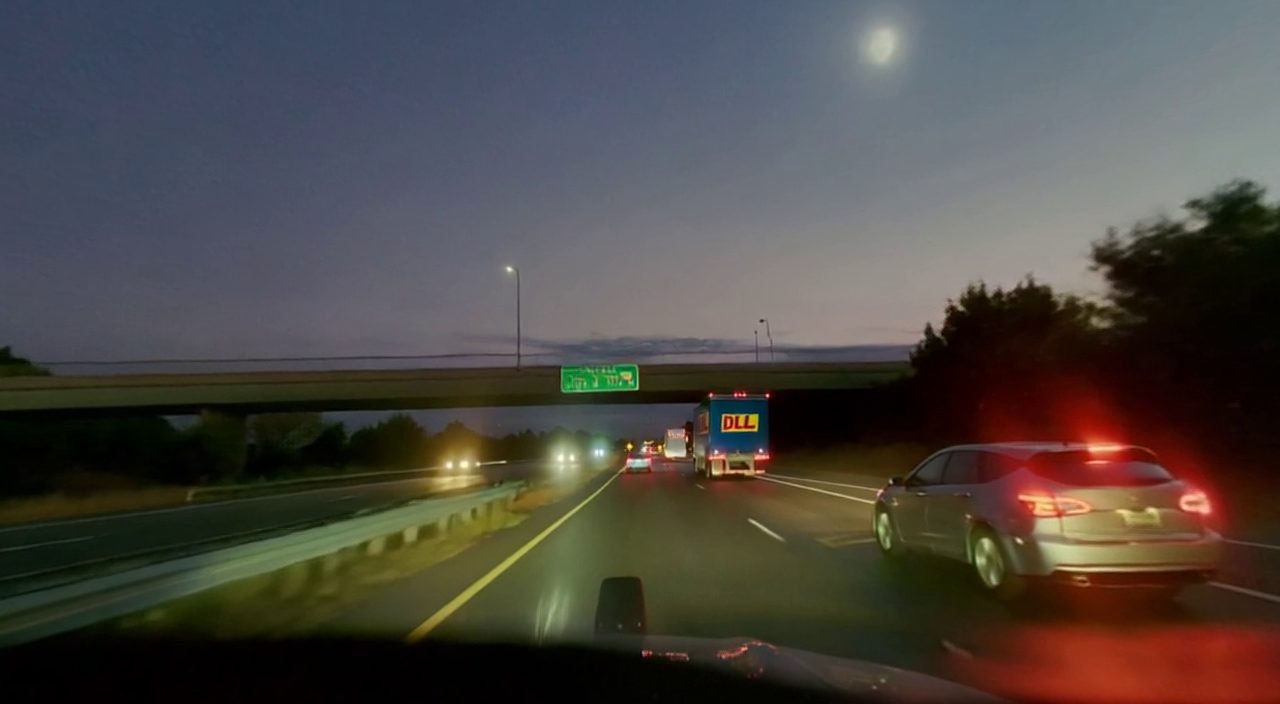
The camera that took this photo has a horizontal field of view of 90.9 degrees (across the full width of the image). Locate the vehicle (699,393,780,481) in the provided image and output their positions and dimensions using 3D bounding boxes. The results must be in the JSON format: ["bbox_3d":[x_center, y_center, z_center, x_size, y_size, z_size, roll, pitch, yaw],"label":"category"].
[{"bbox_3d":[4.961,4.522,33.043,2.838,3.985,8.010,0,-9,0],"label":"vehicle"}]

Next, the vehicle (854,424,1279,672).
[{"bbox_3d":[3.693,1.497,5.901,1.894,1.452,4.164,0,-9,0],"label":"vehicle"}]

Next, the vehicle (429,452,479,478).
[{"bbox_3d":[-12.826,7.846,43.828,2.029,1.656,4.587,-1,-9,1],"label":"vehicle"}]

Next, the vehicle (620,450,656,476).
[{"bbox_3d":[-0.104,6.731,38.310,2.055,1.445,3.661,-1,-9,0],"label":"vehicle"}]
